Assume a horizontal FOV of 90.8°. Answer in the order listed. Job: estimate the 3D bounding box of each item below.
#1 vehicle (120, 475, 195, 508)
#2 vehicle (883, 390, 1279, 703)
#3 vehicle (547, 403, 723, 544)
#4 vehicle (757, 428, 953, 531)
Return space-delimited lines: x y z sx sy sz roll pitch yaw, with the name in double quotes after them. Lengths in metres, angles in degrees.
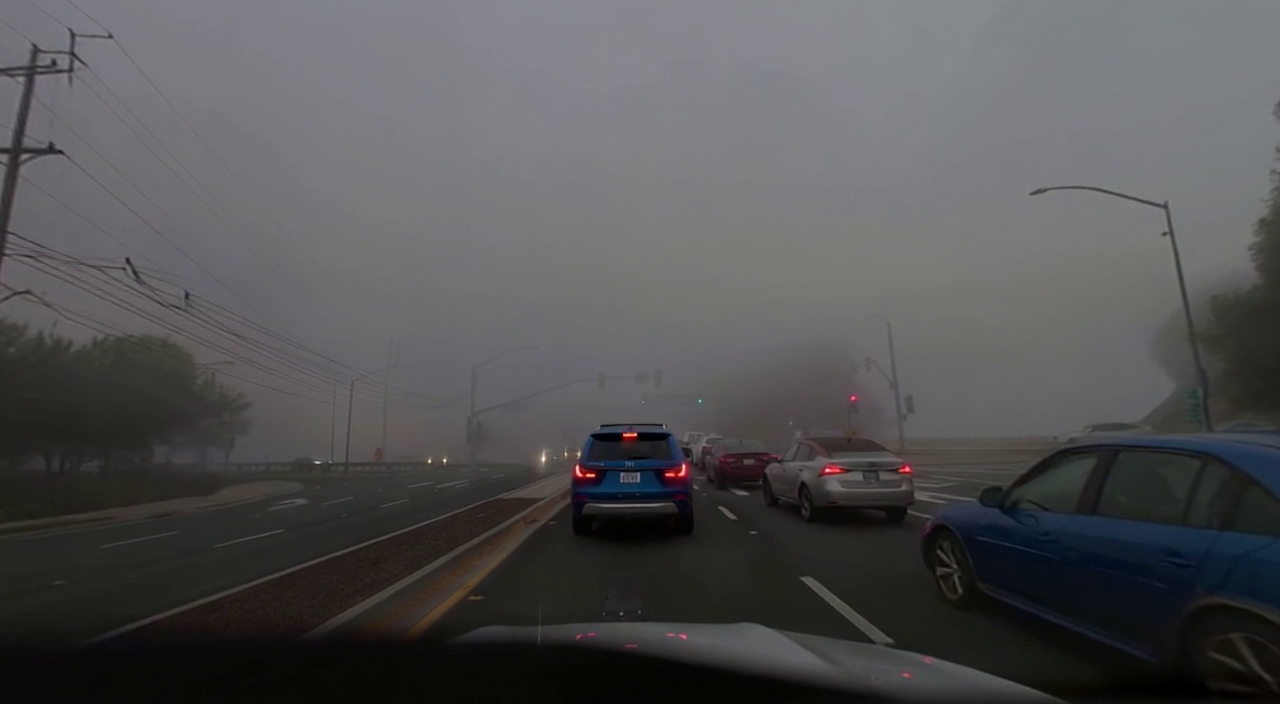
-26.217 7.537 34.315 3.826 1.522 1.741 -5 -9 30 "vehicle"
3.308 1.079 3.657 1.984 1.462 4.513 0 -9 0 "vehicle"
-0.114 1.908 10.470 2.300 1.821 4.254 0 -9 -1 "vehicle"
3.538 2.190 11.444 1.952 1.477 4.417 0 -9 -1 "vehicle"
